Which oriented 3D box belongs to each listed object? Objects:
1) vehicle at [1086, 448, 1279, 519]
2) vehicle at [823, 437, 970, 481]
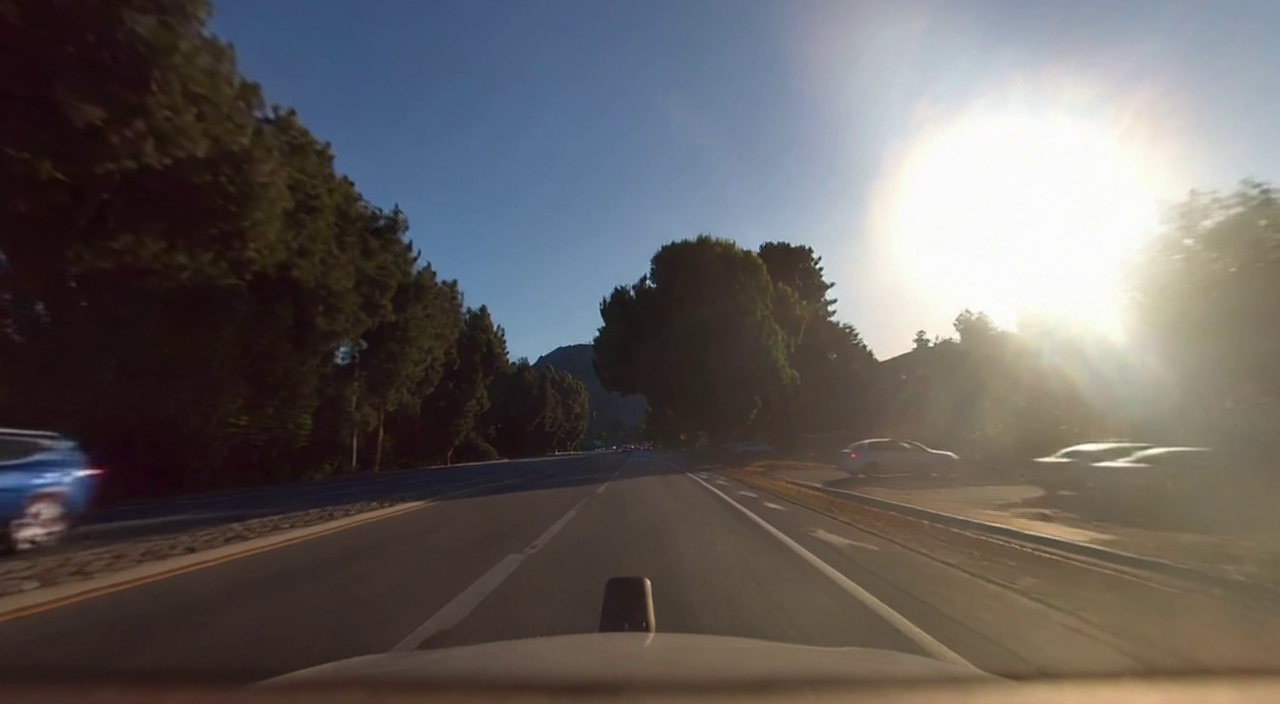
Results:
[{"bbox_3d":[12.943,2.875,14.082,4.438,1.444,1.900,0,-8,1],"label":"vehicle"},{"bbox_3d":[10.556,4.438,26.241,5.118,1.701,2.175,0,-9,-2],"label":"vehicle"}]
